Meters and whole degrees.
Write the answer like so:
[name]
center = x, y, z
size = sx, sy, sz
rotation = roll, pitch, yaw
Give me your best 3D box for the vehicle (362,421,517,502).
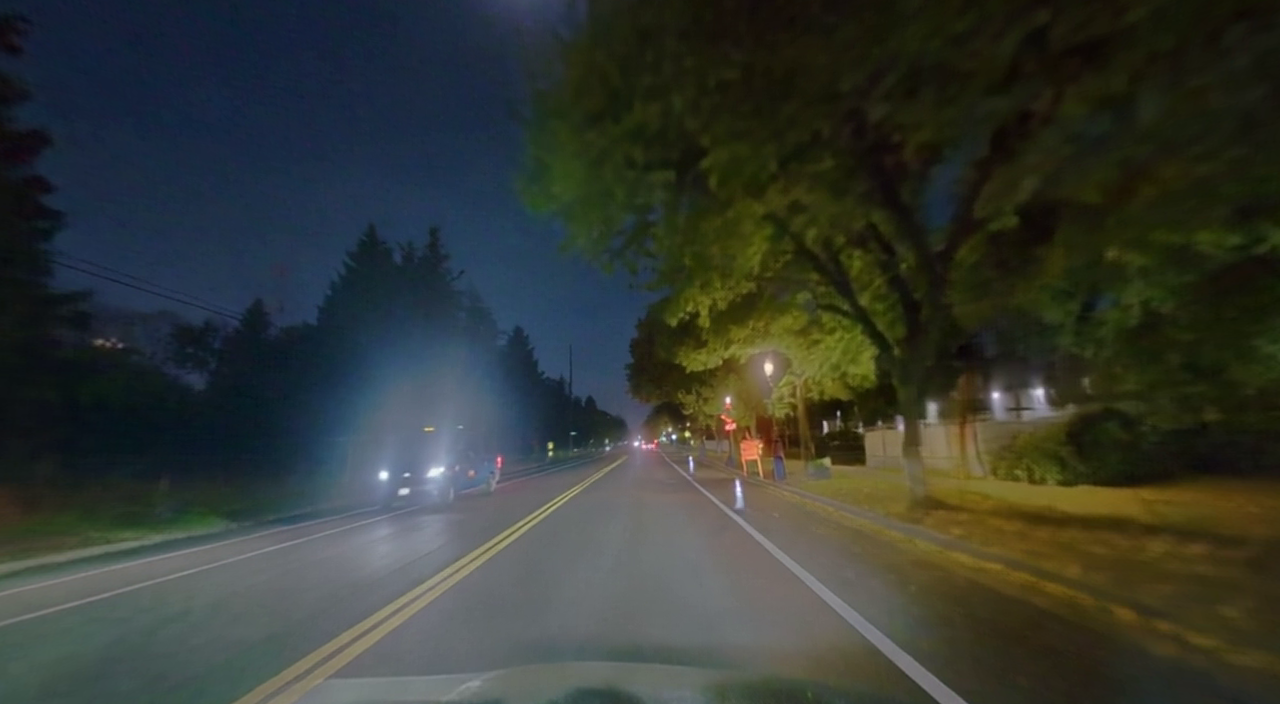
[vehicle]
center = -6.453, 3.595, 21.176
size = 2.517, 2.323, 5.205
rotation = -2, -9, 14
